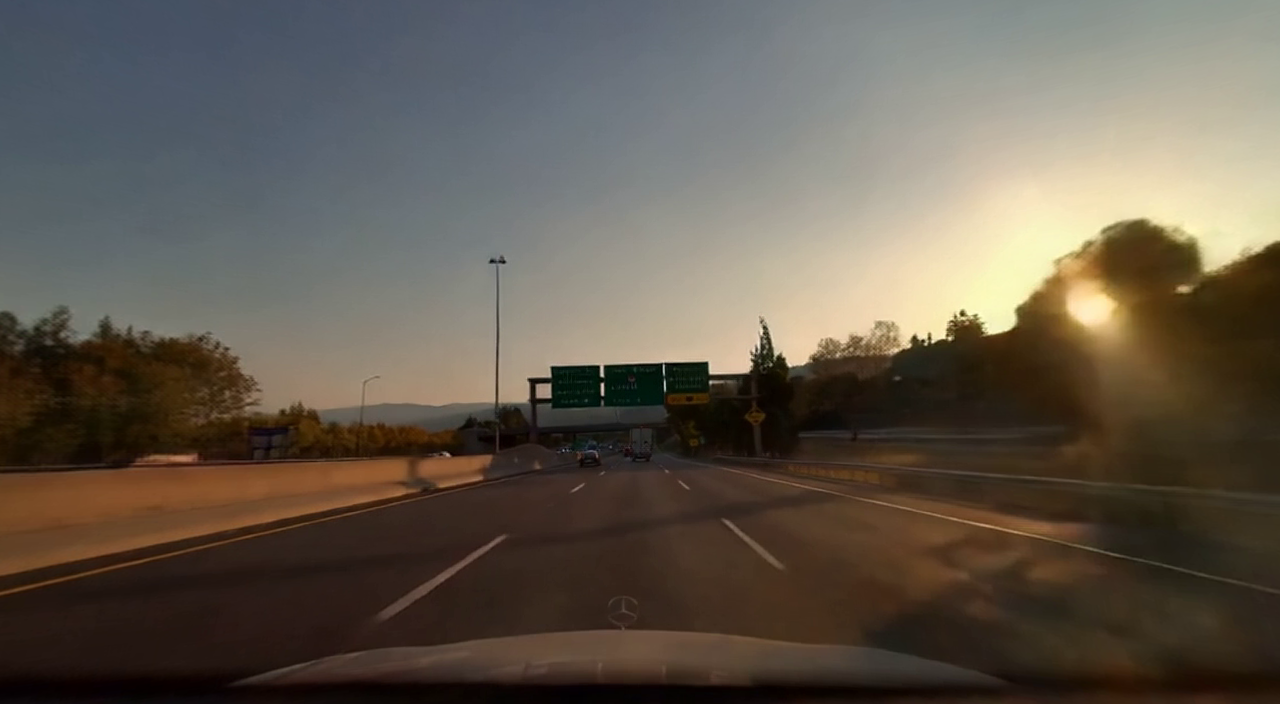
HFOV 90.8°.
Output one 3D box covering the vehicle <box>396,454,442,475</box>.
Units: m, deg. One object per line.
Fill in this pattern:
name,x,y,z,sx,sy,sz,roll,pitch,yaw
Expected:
vehicle,-16.948,8.628,48.549,1.838,1.473,4.371,0,-9,1
